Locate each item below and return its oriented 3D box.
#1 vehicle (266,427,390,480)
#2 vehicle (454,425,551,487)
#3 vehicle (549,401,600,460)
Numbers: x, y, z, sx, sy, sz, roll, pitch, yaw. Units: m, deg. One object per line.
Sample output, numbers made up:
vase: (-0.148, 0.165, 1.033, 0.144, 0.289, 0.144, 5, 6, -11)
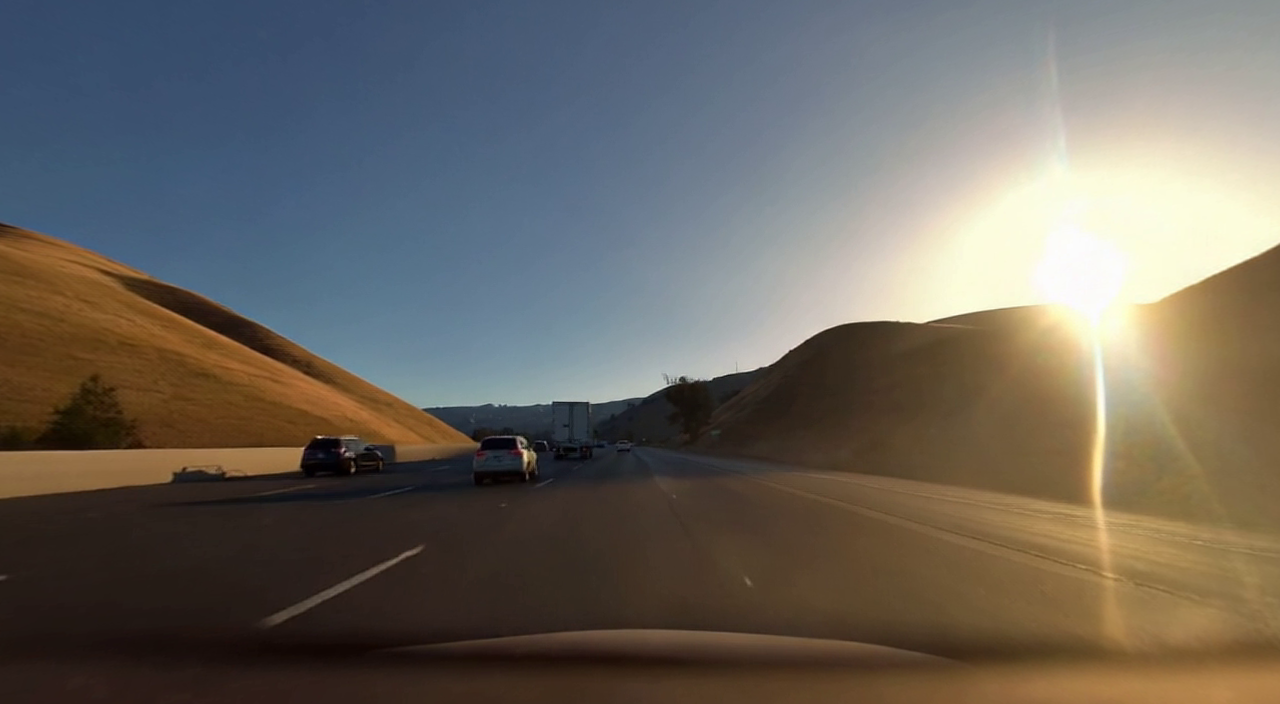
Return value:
vehicle: (-12.044, 3.974, 24.817, 2.130, 1.828, 5.523, 0, -8, -1)
vehicle: (-4.193, 3.268, 19.967, 2.099, 1.734, 4.413, 0, -8, 0)
vehicle: (-4.699, 6.053, 47.486, 2.981, 3.860, 11.022, 0, -8, -2)
